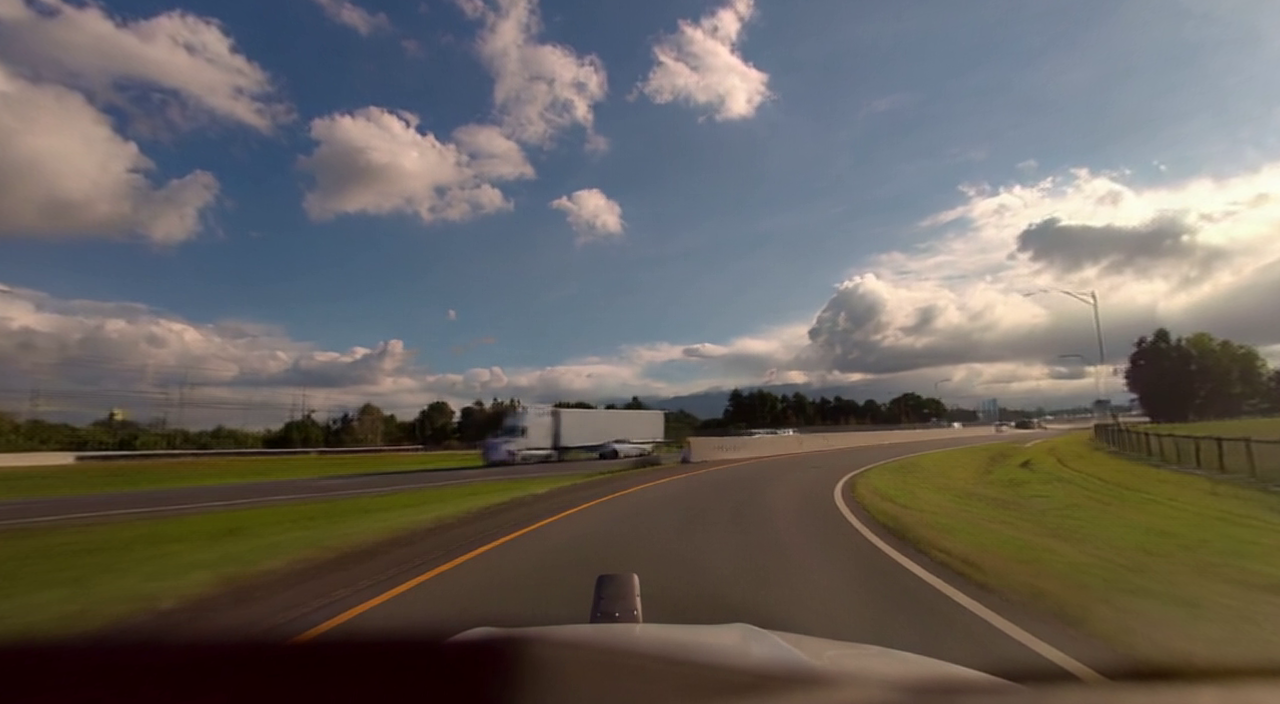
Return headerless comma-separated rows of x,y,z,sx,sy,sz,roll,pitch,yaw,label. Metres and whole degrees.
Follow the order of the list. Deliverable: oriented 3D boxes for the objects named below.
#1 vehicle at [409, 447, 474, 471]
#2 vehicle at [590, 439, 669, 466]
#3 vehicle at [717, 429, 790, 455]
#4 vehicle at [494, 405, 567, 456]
-12.361,6.655,39.289,1.596,1.339,3.465,-8,-11,43,vehicle
-0.558,6.086,38.329,4.819,1.496,1.923,8,-11,-44,vehicle
7.309,5.747,40.286,4.843,1.579,2.135,7,-11,-44,vehicle
-8.521,6.184,49.225,2.985,3.697,4.762,-8,-11,43,vehicle
